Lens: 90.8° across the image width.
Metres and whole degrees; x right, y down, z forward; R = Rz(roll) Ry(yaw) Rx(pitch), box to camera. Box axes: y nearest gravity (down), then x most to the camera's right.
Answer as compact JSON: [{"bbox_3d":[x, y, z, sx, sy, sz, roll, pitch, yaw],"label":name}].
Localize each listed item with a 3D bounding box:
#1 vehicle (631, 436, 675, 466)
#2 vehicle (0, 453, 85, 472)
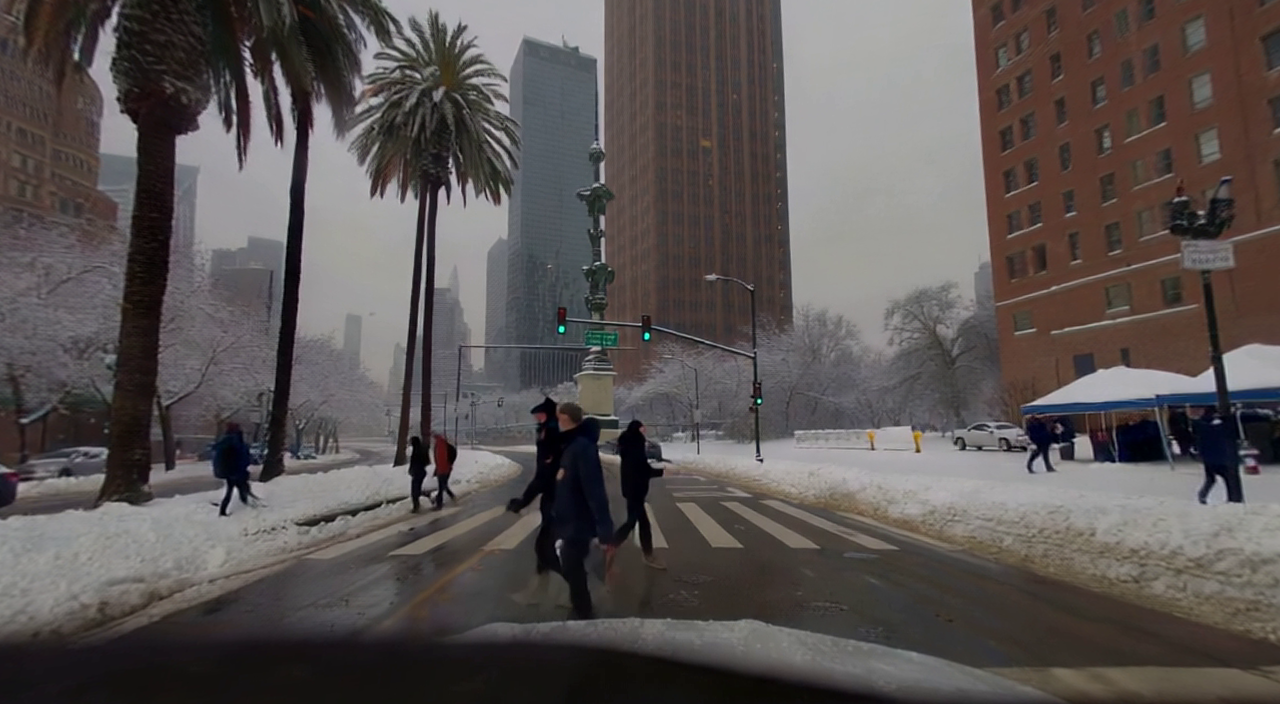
[{"bbox_3d":[0.877,7.273,46.544,2.322,2.071,5.366,1,-9,-9],"label":"vehicle"},{"bbox_3d":[-46.100,8.445,48.577,2.121,1.294,5.167,0,-8,1],"label":"vehicle"}]
